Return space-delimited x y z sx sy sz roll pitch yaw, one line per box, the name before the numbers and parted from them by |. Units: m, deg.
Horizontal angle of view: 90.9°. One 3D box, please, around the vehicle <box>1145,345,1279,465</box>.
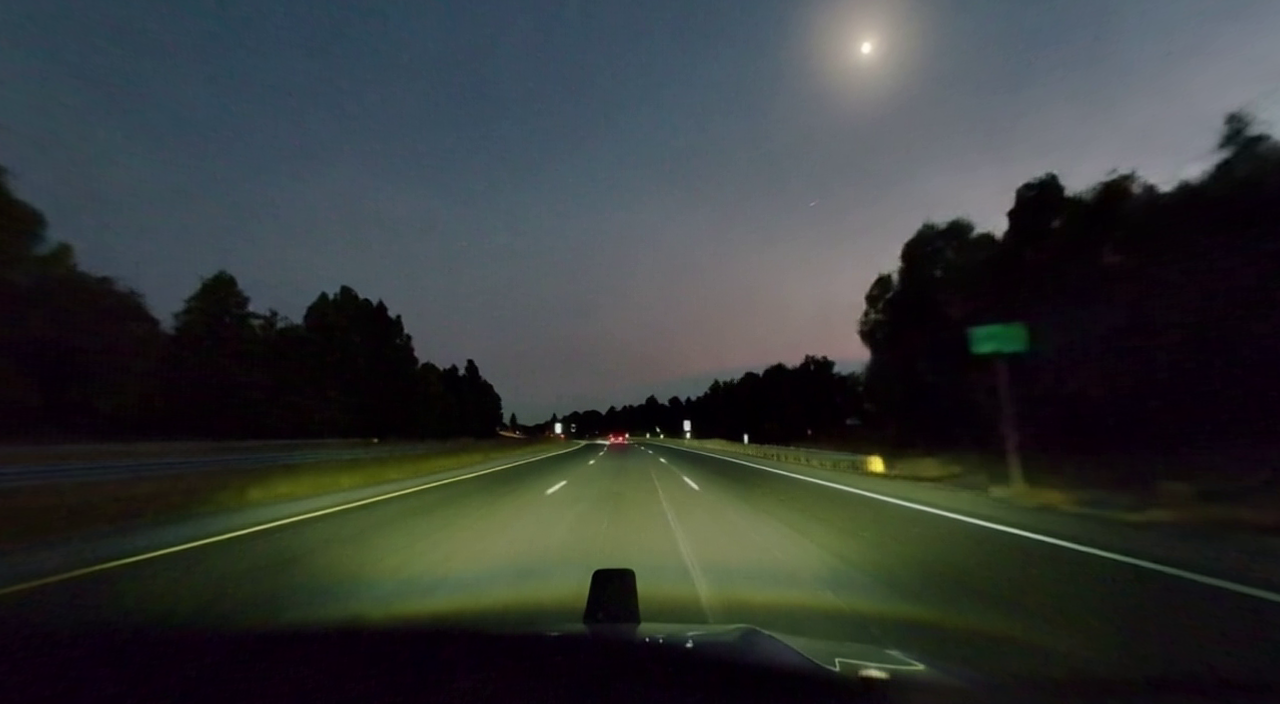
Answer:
vehicle | 20.244 1.586 18.446 3.983 3.410 8.148 1 -7 -2
